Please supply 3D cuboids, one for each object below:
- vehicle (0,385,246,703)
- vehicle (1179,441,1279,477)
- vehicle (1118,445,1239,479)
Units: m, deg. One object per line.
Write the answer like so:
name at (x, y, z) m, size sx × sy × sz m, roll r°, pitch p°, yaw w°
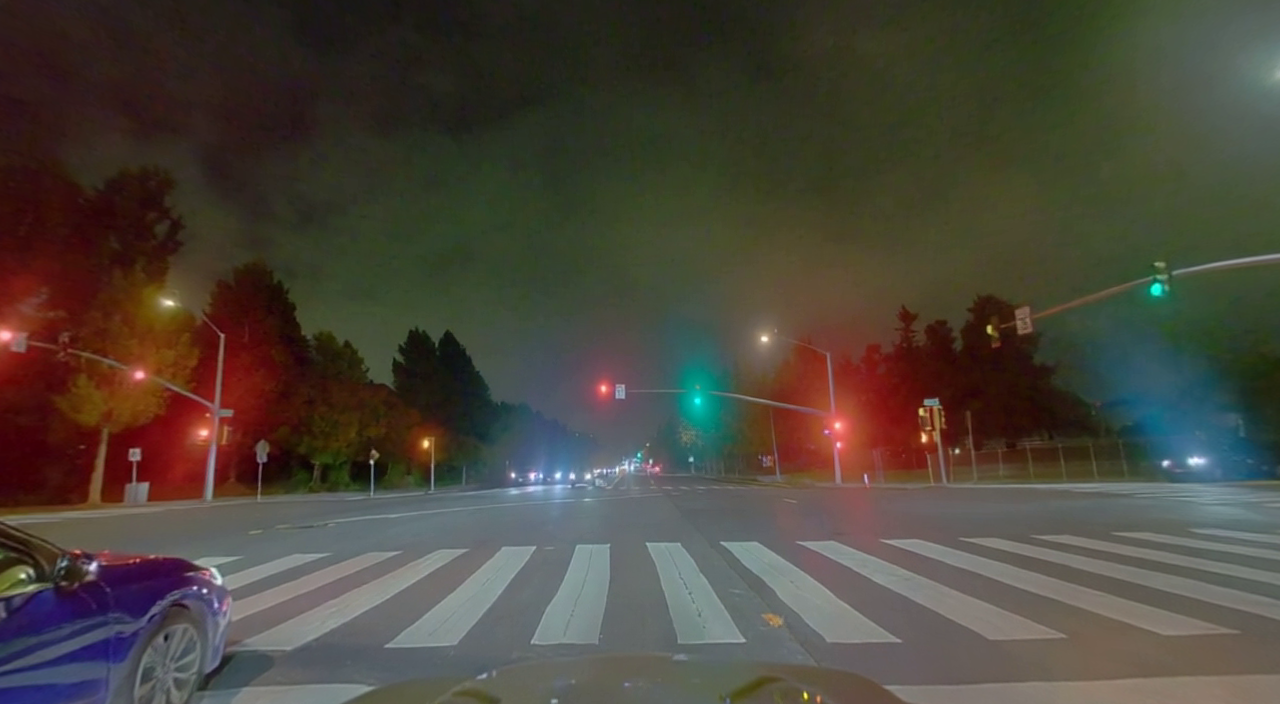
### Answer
vehicle at (-2.995, 0.762, 1.251) m, size 1.969 × 1.513 × 3.773 m, roll 0°, pitch -8°, yaw 0°
vehicle at (25.676, 4.479, 26.590) m, size 4.347 × 1.411 × 1.784 m, roll 0°, pitch -8°, yaw -3°
vehicle at (25.097, 5.093, 29.532) m, size 4.123 × 1.469 × 1.790 m, roll 0°, pitch -8°, yaw -5°
